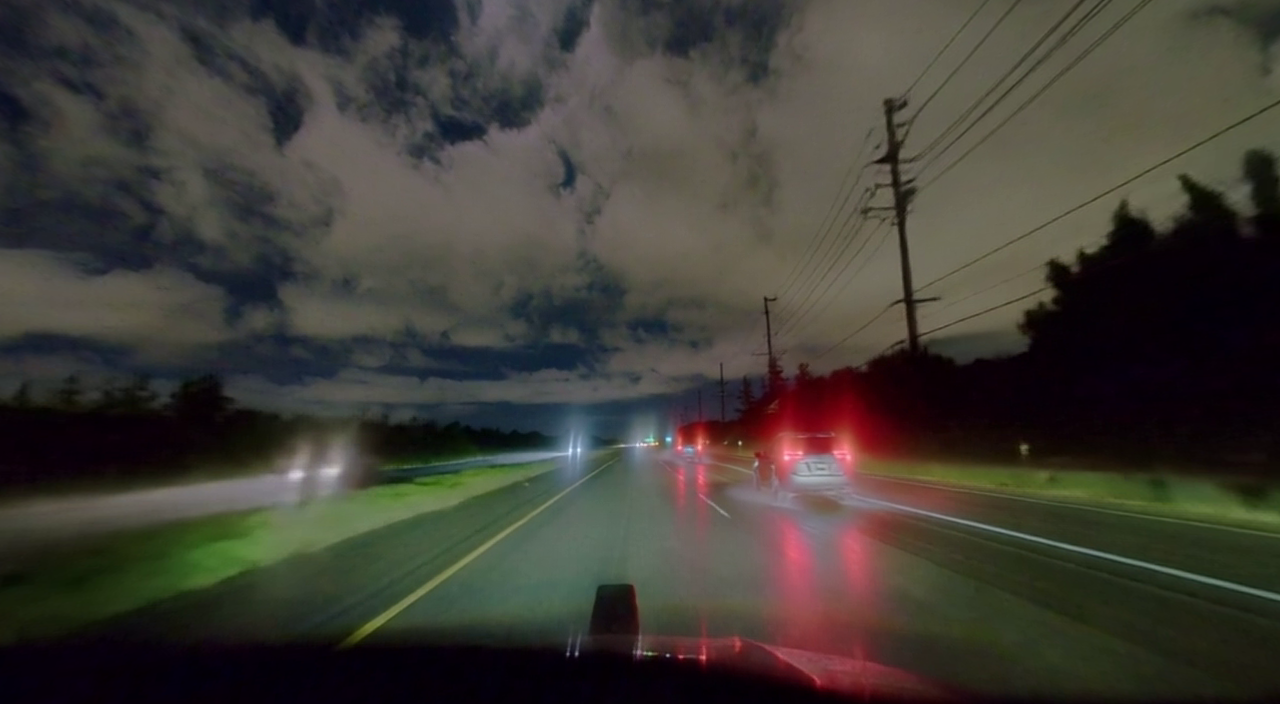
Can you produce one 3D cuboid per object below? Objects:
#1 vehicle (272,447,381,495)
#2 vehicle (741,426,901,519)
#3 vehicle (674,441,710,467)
[{"bbox_3d":[-11.272,4.272,23.008,1.816,1.489,4.295,0,-8,-1],"label":"vehicle"},{"bbox_3d":[3.517,2.419,13.260,1.977,1.581,4.428,0,-8,-1],"label":"vehicle"},{"bbox_3d":[3.166,6.282,39.164,1.868,1.507,3.833,0,-8,-1],"label":"vehicle"}]
